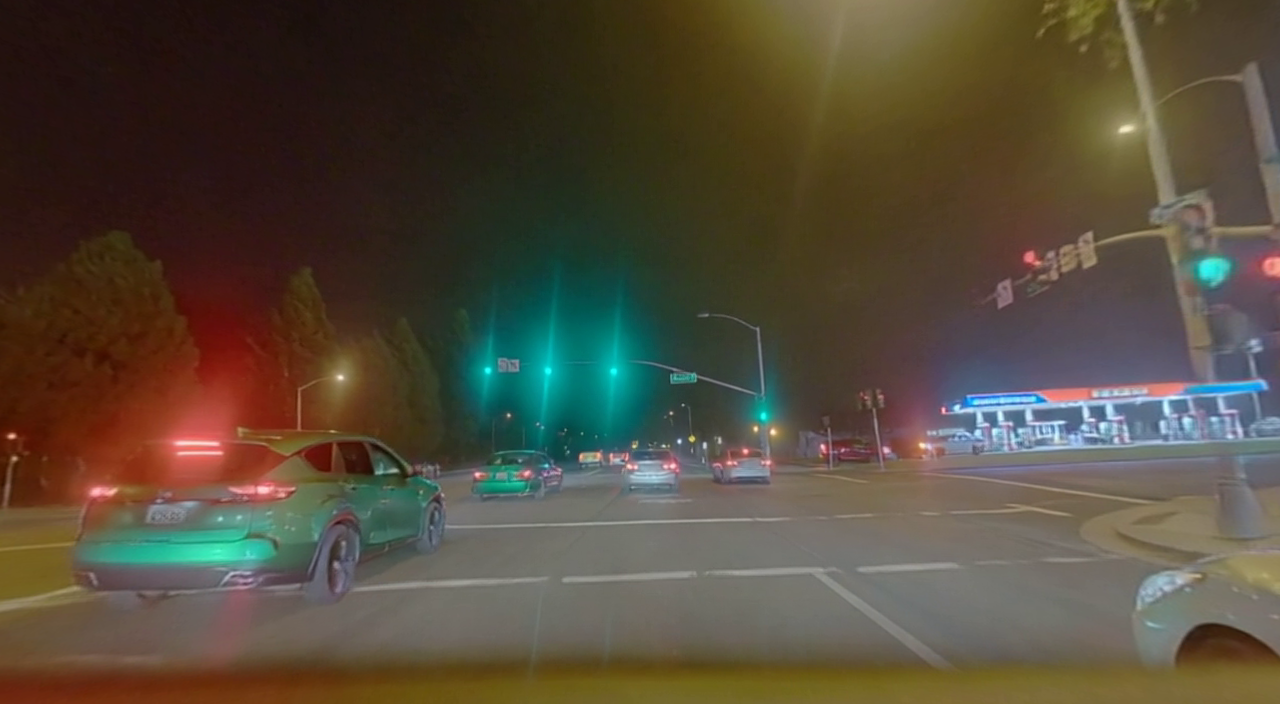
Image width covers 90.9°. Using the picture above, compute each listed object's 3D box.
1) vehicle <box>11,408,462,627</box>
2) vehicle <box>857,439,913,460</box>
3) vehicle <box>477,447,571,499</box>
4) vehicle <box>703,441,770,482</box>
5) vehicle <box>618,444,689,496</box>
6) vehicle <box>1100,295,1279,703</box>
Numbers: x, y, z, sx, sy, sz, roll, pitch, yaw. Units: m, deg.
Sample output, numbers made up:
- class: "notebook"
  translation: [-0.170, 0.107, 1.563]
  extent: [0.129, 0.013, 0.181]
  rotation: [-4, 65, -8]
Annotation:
- class: "vehicle"
  translation: [-3.837, 1.660, 7.401]
  extent: [2.023, 1.687, 4.874]
  rotation: [0, -9, 0]
- class: "vehicle"
  translation: [18.183, 7.248, 47.001]
  extent: [2.081, 1.482, 4.860]
  rotation: [0, -9, -2]
- class: "vehicle"
  translation: [-3.505, 3.749, 19.973]
  extent: [1.995, 1.436, 4.500]
  rotation: [0, -9, 2]
- class: "vehicle"
  translation: [3.772, 4.344, 25.351]
  extent: [1.920, 1.479, 4.548]
  rotation: [0, -9, -1]
- class: "vehicle"
  translation: [0.442, 3.630, 19.750]
  extent: [1.994, 1.433, 3.894]
  rotation: [0, -9, 2]
- class: "vehicle"
  translation: [3.263, 0.478, 0.732]
  extent: [1.992, 1.805, 4.549]
  rotation: [0, -9, 0]
